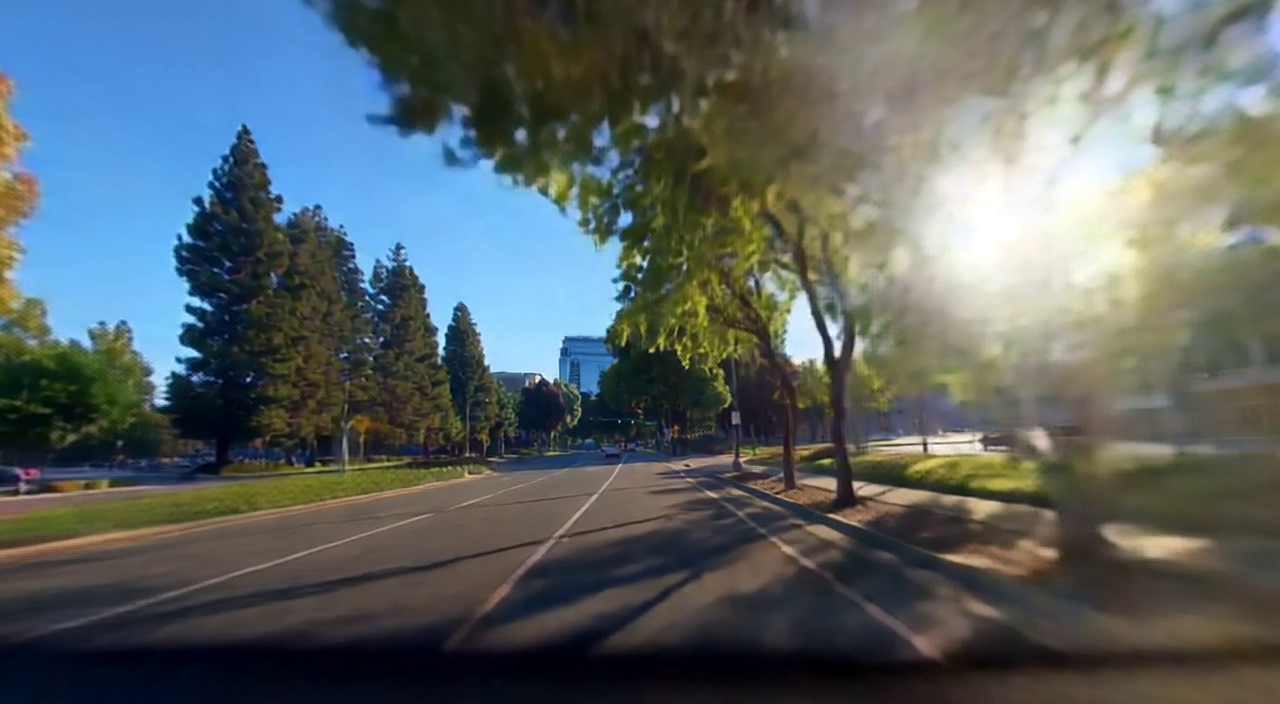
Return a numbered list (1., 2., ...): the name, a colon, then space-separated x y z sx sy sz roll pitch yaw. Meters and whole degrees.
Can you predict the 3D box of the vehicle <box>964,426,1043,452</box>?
1. vehicle: 25.854 6.207 44.947 4.384 1.682 1.866 -2 -9 2
